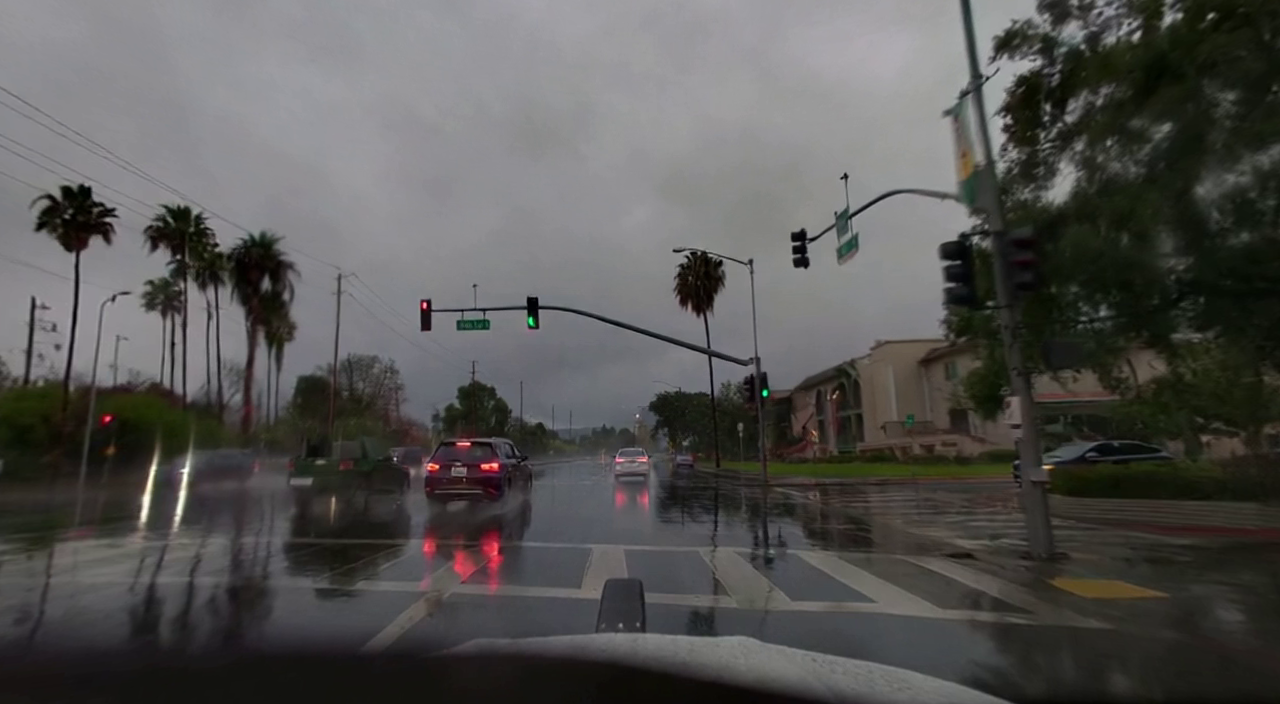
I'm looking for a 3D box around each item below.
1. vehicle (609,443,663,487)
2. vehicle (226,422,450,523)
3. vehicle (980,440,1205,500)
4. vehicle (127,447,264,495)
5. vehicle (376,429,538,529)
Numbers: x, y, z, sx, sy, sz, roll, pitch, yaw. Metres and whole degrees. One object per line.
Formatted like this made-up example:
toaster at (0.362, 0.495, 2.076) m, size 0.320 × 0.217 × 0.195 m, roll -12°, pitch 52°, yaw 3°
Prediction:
vehicle at (-0.177, 5.102, 28.672) m, size 2.280 × 1.803 × 4.240 m, roll 0°, pitch -9°, yaw 0°
vehicle at (-7.094, 2.935, 15.988) m, size 2.457 × 2.010 × 6.330 m, roll 0°, pitch -9°, yaw 1°
vehicle at (12.336, 3.230, 17.436) m, size 4.649 × 1.496 × 2.061 m, roll 0°, pitch -9°, yaw -1°
vehicle at (-18.590, 4.963, 26.691) m, size 2.323 × 1.828 × 4.675 m, roll 0°, pitch -9°, yaw 0°
vehicle at (-3.749, 2.688, 13.928) m, size 2.116 × 1.806 × 4.516 m, roll 0°, pitch -9°, yaw 1°
